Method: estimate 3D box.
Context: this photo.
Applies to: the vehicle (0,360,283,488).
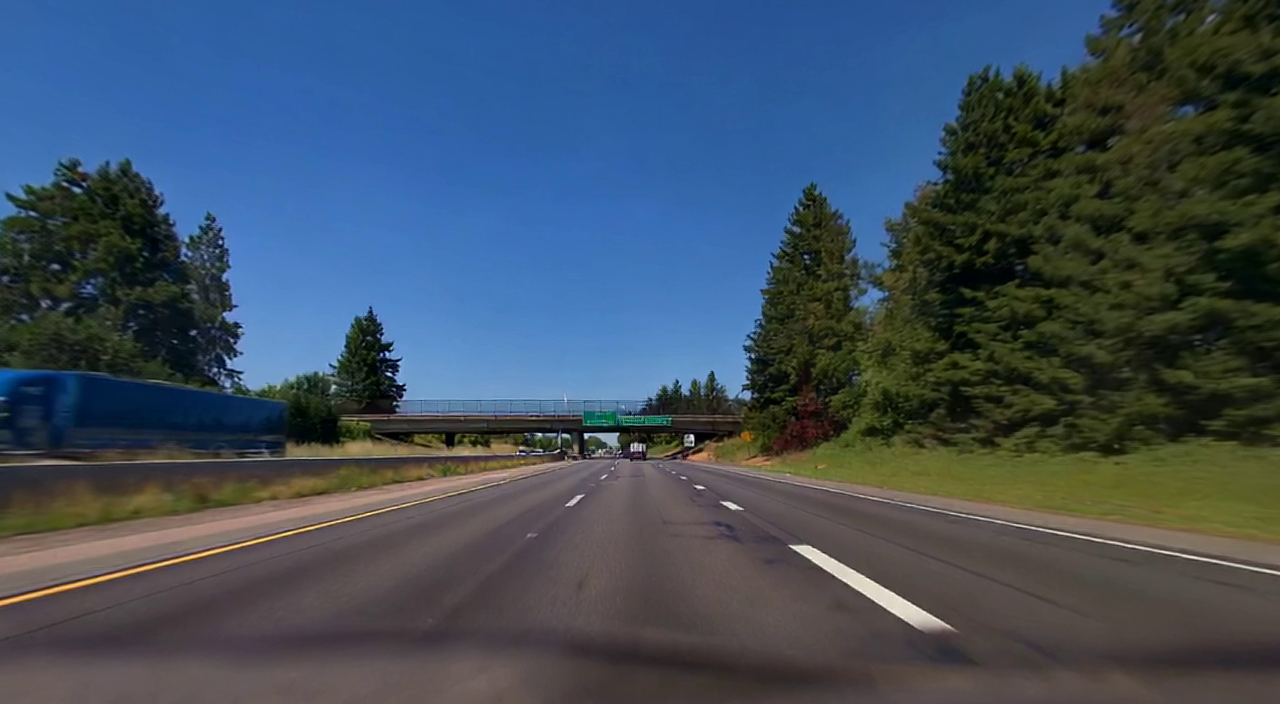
[{"bbox_3d":[-21.121,3.400,27.411,2.884,4.099,14.439,0,-9,-1],"label":"vehicle"}]
